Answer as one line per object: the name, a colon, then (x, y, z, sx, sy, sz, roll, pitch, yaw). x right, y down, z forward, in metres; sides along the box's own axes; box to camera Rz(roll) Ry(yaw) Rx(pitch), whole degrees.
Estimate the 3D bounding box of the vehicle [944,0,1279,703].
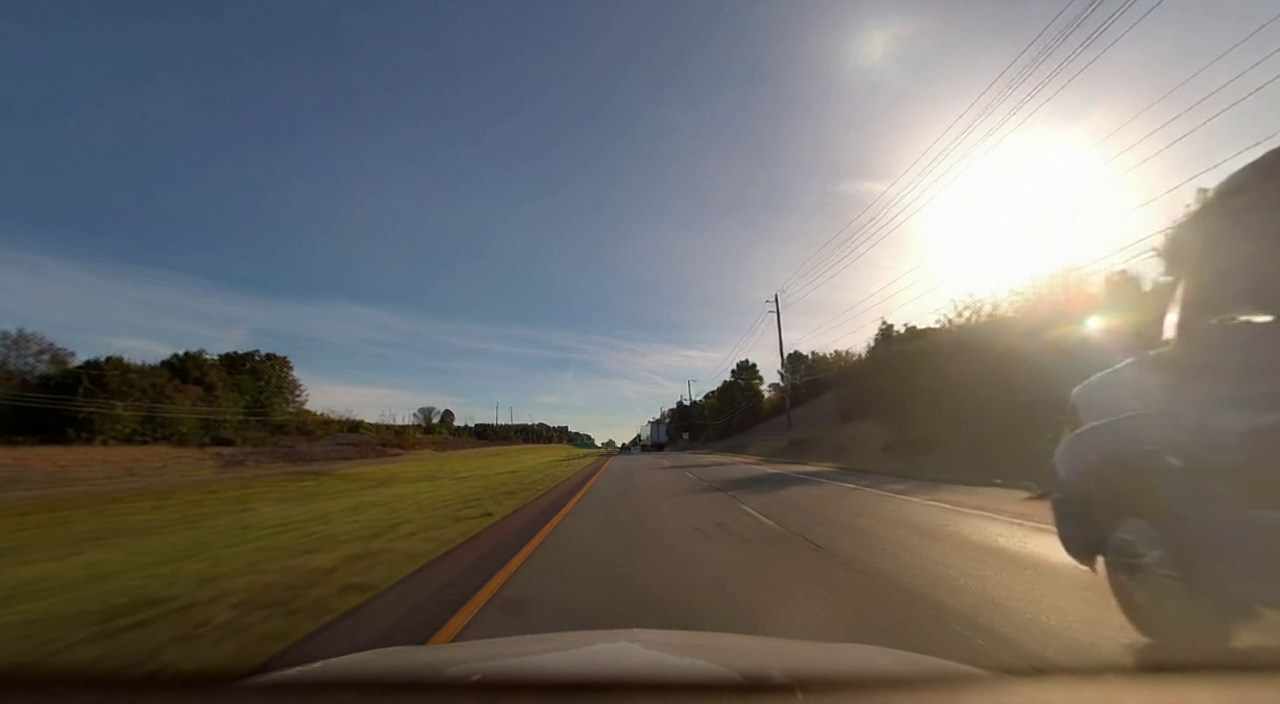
vehicle: (4.133, -0.407, 0.429, 3.037, 3.672, 9.136, 0, -8, -1)
